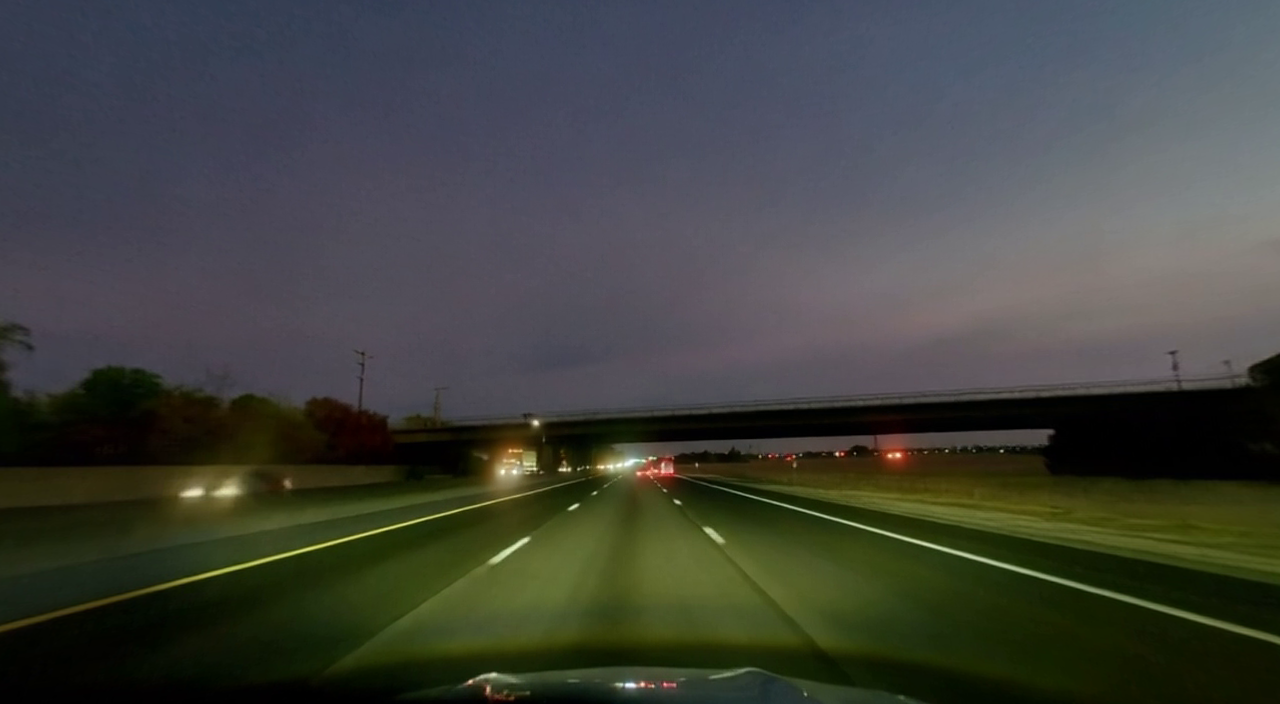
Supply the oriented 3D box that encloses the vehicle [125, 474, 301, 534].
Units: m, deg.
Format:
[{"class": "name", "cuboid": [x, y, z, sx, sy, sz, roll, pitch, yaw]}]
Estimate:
[{"class": "vehicle", "cuboid": [-12.000, 4.269, 18.180, 1.873, 1.436, 4.528, 1, -11, 0]}]
